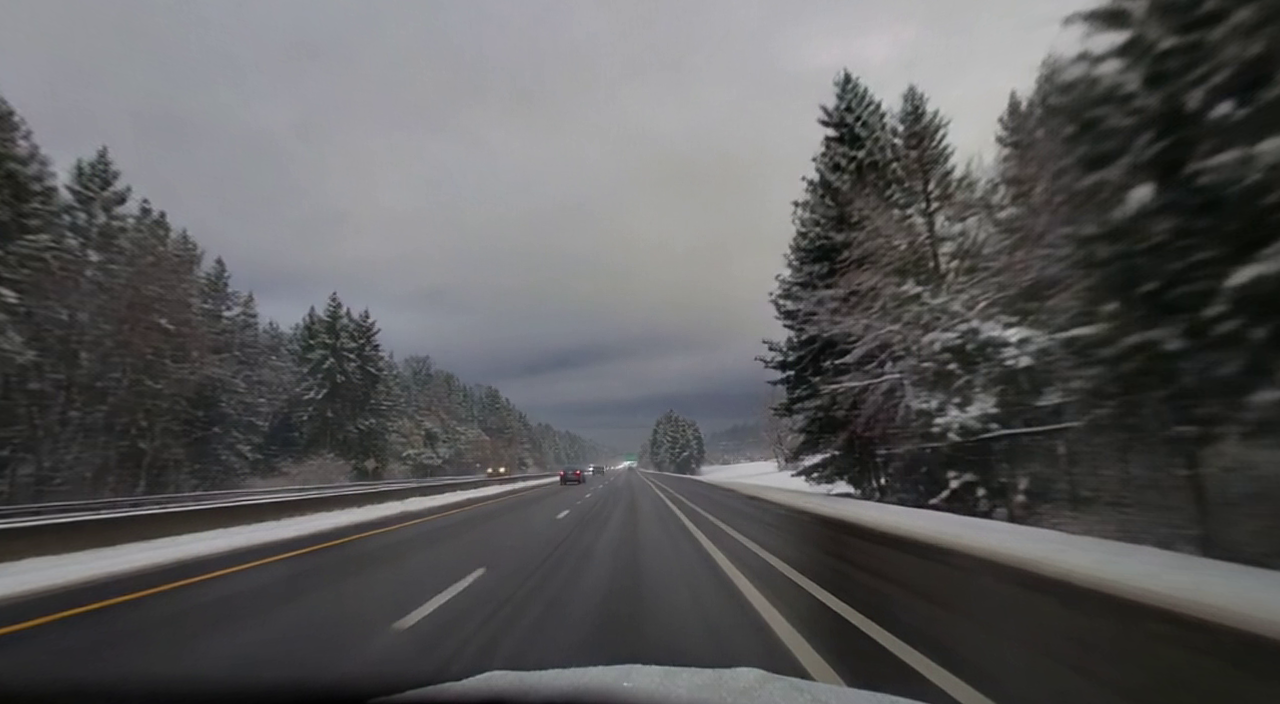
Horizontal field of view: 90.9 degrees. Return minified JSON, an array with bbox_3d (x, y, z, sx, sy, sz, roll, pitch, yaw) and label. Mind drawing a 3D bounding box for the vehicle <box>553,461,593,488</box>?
[{"bbox_3d":[-4.148,7.690,39.687,2.068,1.592,4.479,1,-10,0],"label":"vehicle"}]
